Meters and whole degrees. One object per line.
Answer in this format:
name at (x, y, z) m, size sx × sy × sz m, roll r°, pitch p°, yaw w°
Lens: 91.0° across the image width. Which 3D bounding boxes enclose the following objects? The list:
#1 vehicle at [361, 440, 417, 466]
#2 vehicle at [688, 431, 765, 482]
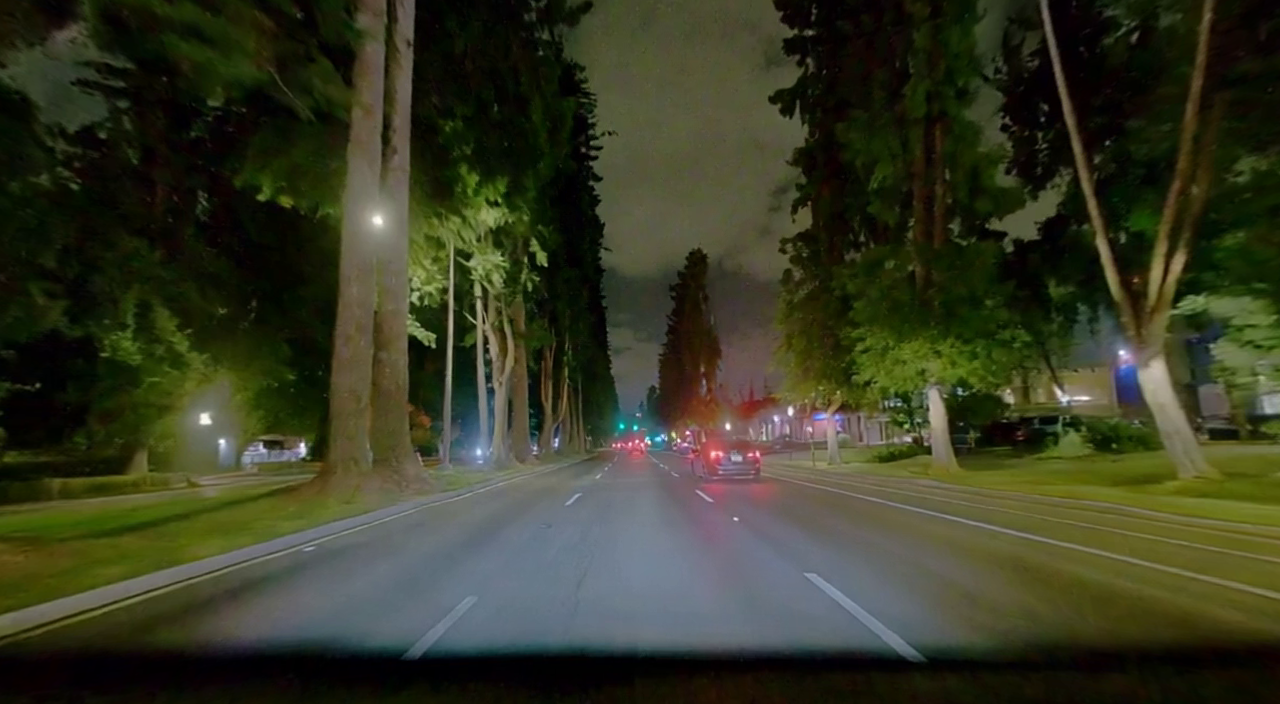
vehicle at (-17.762, 7.174, 44.832) m, size 2.097 × 1.691 × 4.569 m, roll 0°, pitch -8°, yaw 0°
vehicle at (2.977, 3.700, 22.542) m, size 2.022 × 1.656 × 4.025 m, roll 0°, pitch -8°, yaw -2°
